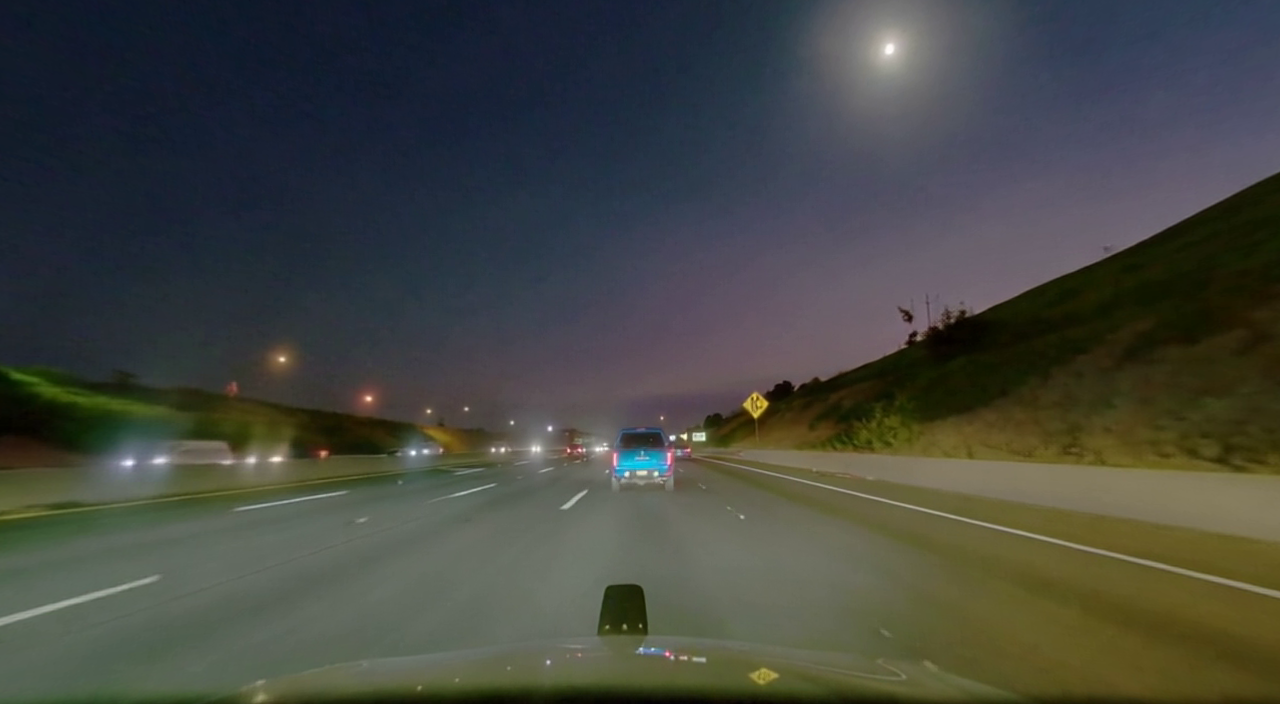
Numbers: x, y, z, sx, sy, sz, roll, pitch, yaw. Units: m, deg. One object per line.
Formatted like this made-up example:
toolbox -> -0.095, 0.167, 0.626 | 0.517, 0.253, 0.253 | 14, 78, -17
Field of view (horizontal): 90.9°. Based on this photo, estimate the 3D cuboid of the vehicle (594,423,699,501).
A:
vehicle -> 0.158, 2.897, 16.989 | 2.447, 1.804, 4.273 | 0, -9, 0

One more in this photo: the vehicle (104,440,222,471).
vehicle -> -28.212, 6.156, 37.670 | 2.419, 1.699, 5.916 | 0, -9, 1

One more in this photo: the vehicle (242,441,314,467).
vehicle -> -24.156, 6.828, 42.281 | 2.012, 1.618, 4.619 | 0, -9, 1
